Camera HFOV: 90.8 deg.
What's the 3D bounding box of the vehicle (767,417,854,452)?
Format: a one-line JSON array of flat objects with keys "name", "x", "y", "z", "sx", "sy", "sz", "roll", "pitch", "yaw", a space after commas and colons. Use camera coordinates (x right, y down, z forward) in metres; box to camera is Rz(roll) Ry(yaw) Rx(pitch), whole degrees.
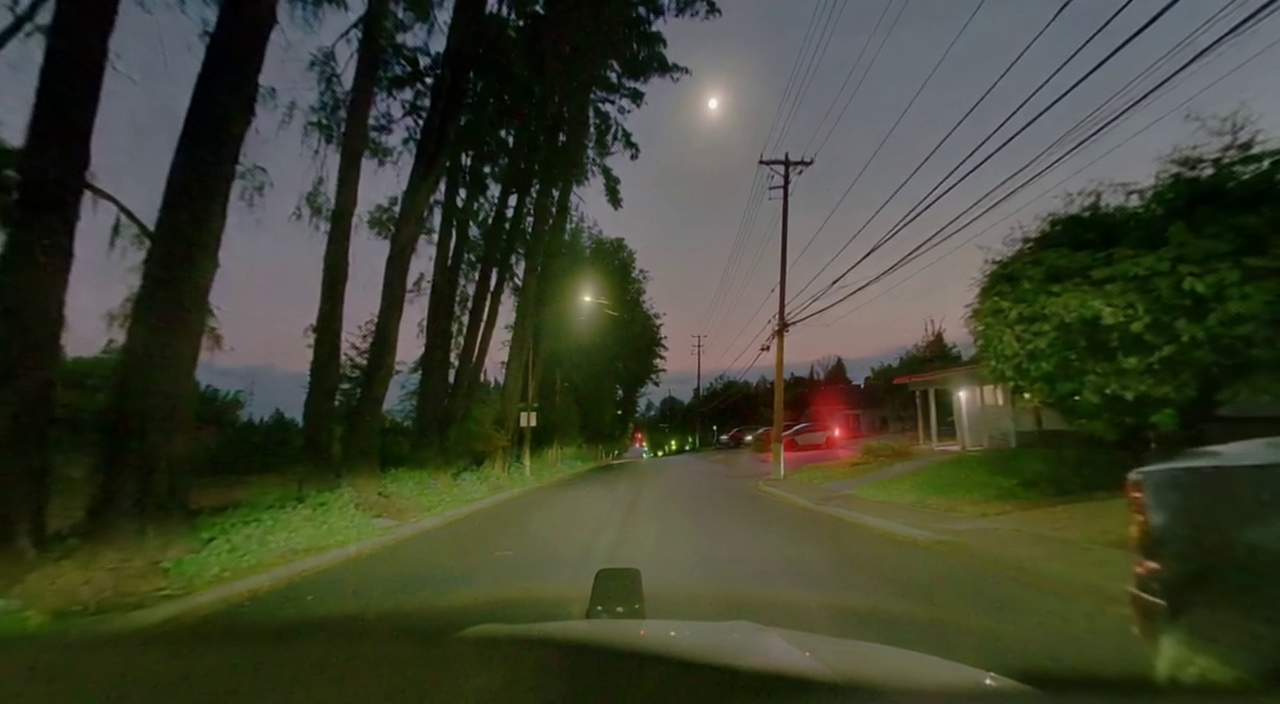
[{"name": "vehicle", "x": 10.303, "y": 5.042, "z": 38.299, "sx": 4.780, "sy": 1.984, "sz": 1.896, "roll": 4, "pitch": -9, "yaw": -19}]
